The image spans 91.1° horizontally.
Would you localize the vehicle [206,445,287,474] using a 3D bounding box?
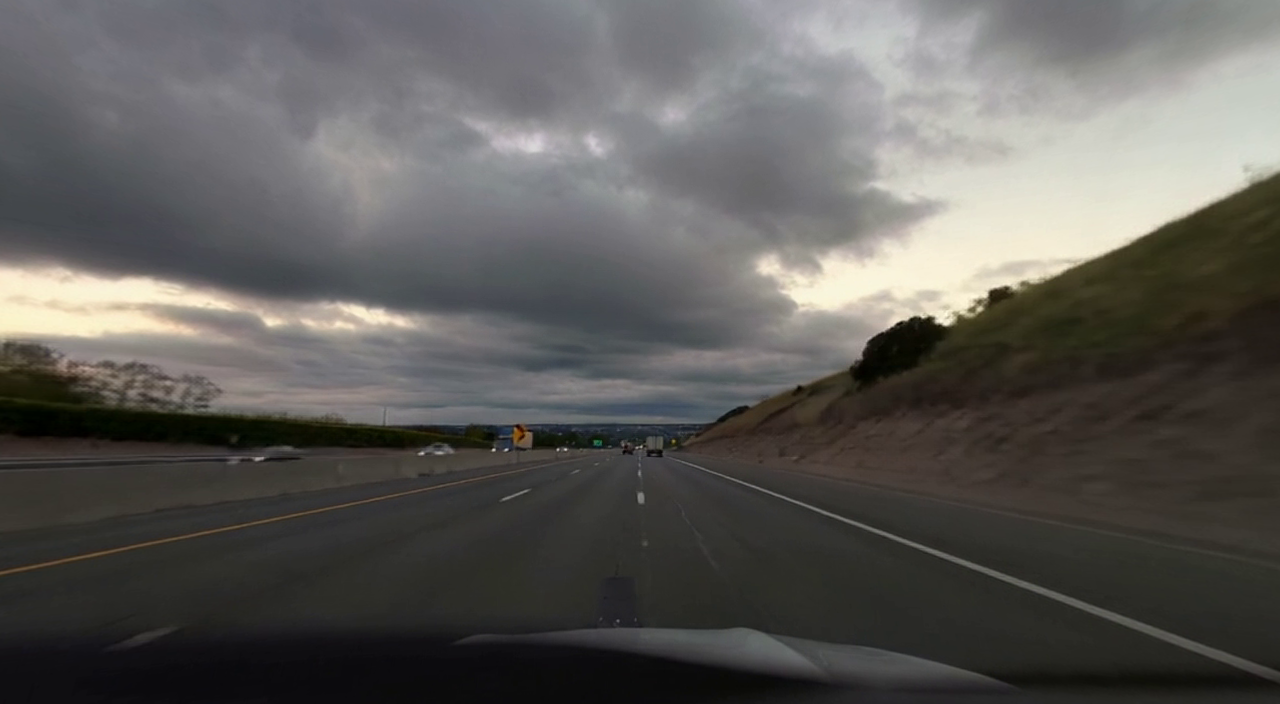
[{"bbox_3d":[-21.275,5.820,34.192,1.886,1.458,3.828,0,-9,0],"label":"vehicle"}]
